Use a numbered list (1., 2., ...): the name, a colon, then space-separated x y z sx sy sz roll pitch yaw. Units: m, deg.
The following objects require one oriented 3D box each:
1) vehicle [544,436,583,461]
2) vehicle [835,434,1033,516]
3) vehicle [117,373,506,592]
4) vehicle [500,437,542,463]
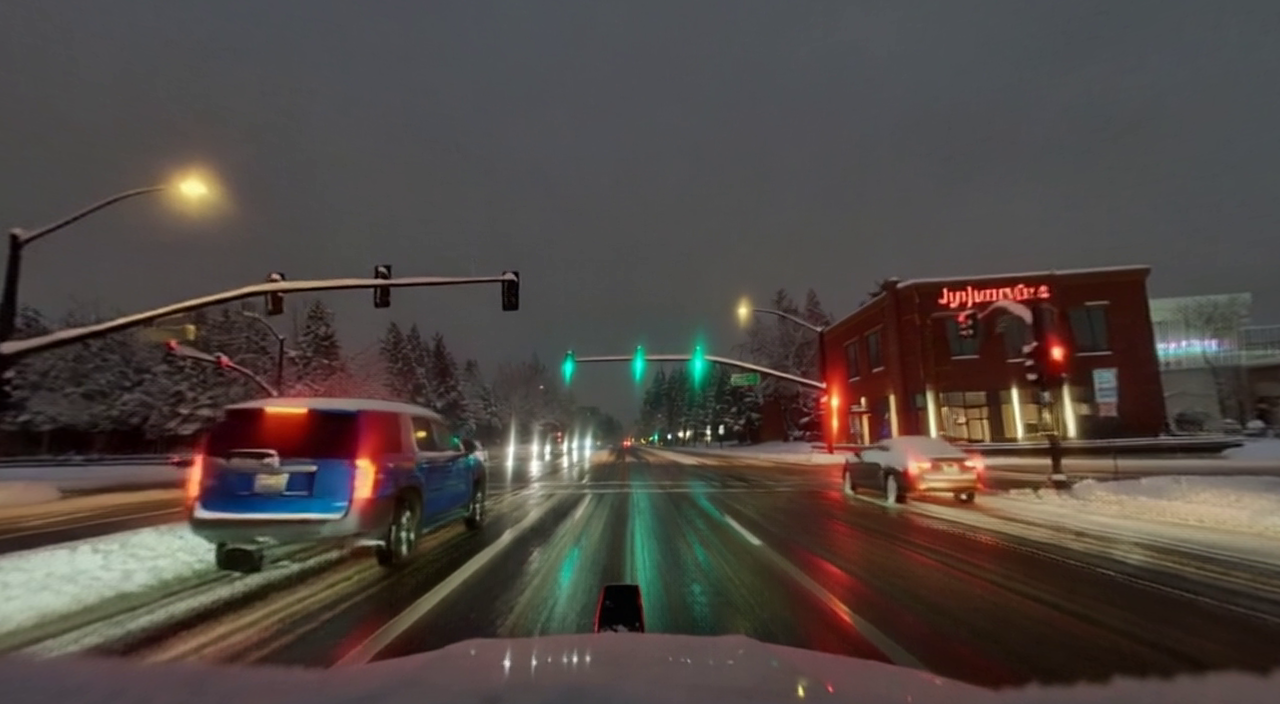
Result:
1. vehicle: -5.749 7.306 47.994 2.384 1.787 5.038 0 -8 -1
2. vehicle: 6.086 2.590 13.897 1.972 1.476 4.775 0 -8 -1
3. vehicle: -3.364 1.494 8.040 2.313 1.883 5.016 0 -8 -1
4. vehicle: -8.695 7.193 46.663 2.273 1.791 4.809 0 -8 -1
